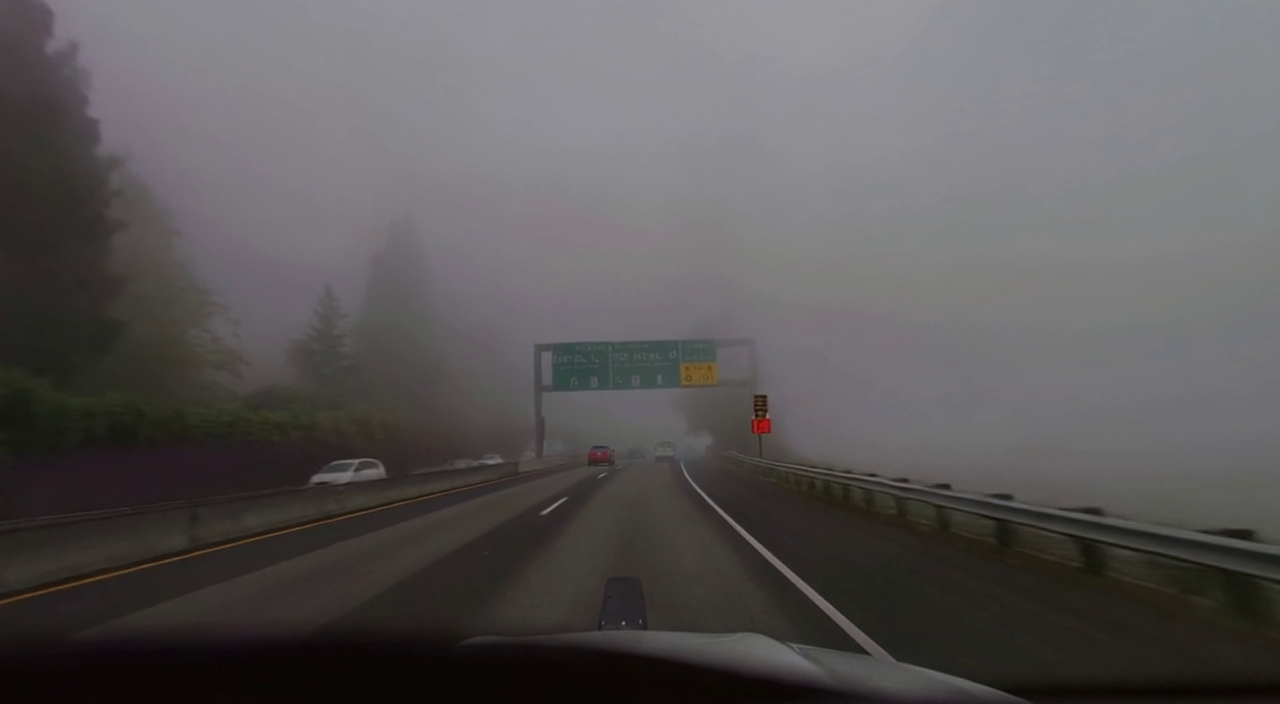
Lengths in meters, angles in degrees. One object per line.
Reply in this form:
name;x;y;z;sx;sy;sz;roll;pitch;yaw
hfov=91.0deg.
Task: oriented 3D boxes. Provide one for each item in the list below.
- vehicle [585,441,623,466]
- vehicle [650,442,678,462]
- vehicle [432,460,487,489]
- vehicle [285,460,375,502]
vehicle;-2.320;6.609;41.059;1.985;1.518;3.847;-1;-8;4
vehicle;1.910;7.735;48.864;2.077;1.533;3.854;-1;-8;4
vehicle;-10.146;6.887;35.650;1.793;1.414;4.022;0;-8;2
vehicle;-13.945;5.792;28.587;1.795;1.604;4.254;0;-8;2
